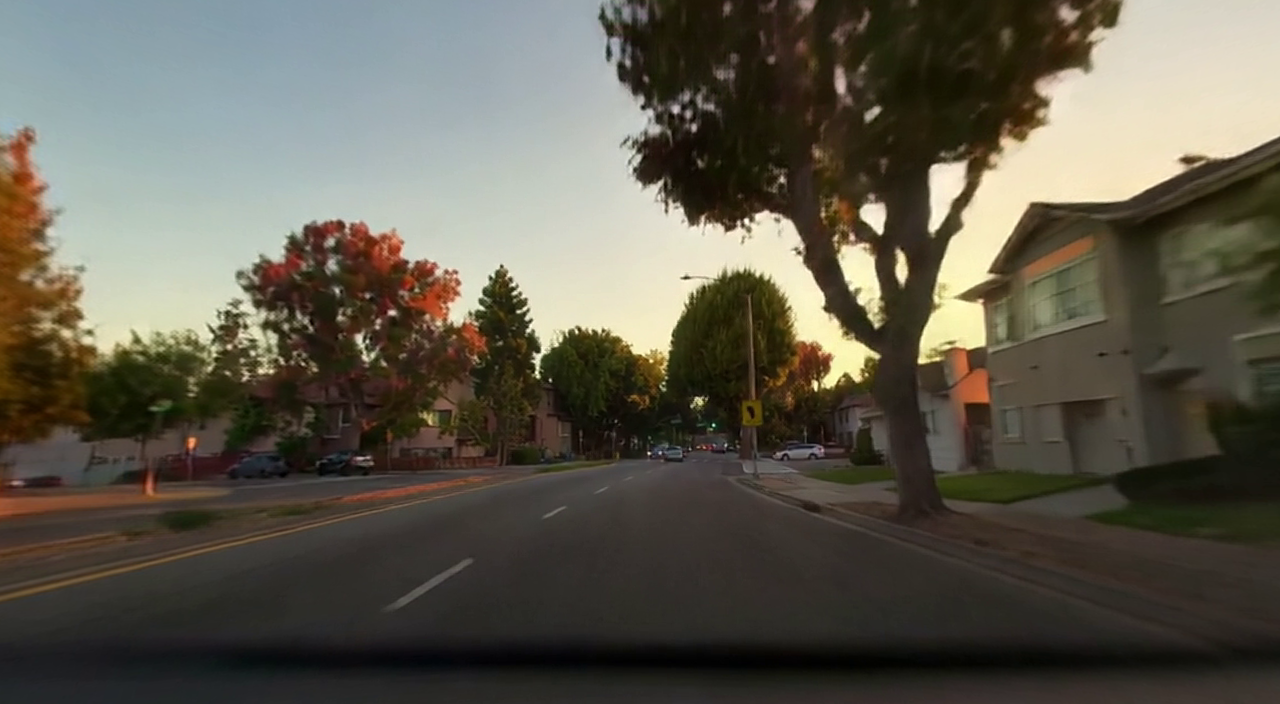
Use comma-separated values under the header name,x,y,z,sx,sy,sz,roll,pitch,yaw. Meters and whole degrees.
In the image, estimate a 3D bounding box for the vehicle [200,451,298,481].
name,x,y,z,sx,sy,sz,roll,pitch,yaw
vehicle,-25.058,7.329,40.668,4.861,1.784,1.947,1,-8,-8

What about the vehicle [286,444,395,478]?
name,x,y,z,sx,sy,sz,roll,pitch,yaw
vehicle,-19.502,7.097,41.459,5.938,2.098,2.333,1,-8,-9
